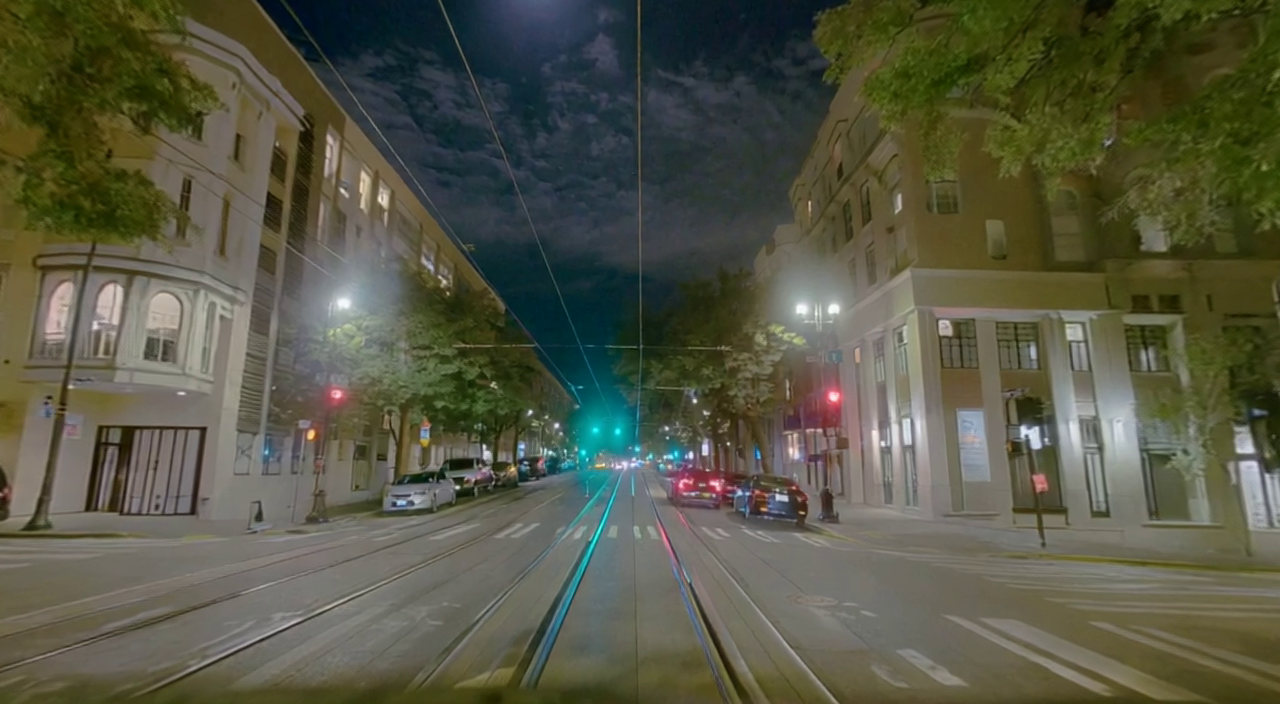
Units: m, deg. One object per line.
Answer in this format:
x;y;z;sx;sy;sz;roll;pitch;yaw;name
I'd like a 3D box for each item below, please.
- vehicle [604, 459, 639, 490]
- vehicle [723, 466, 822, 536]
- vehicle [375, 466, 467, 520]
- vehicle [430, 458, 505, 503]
-1.036;7.171;37.235;1.966;1.600;3.494;0;-8;-1;vehicle
3.846;4.389;19.124;1.929;1.723;4.134;0;-8;-2;vehicle
-7.435;4.796;21.864;1.779;1.588;3.953;2;-10;-1;vehicle
-7.426;5.577;27.712;1.861;1.751;4.550;1;-10;2;vehicle
